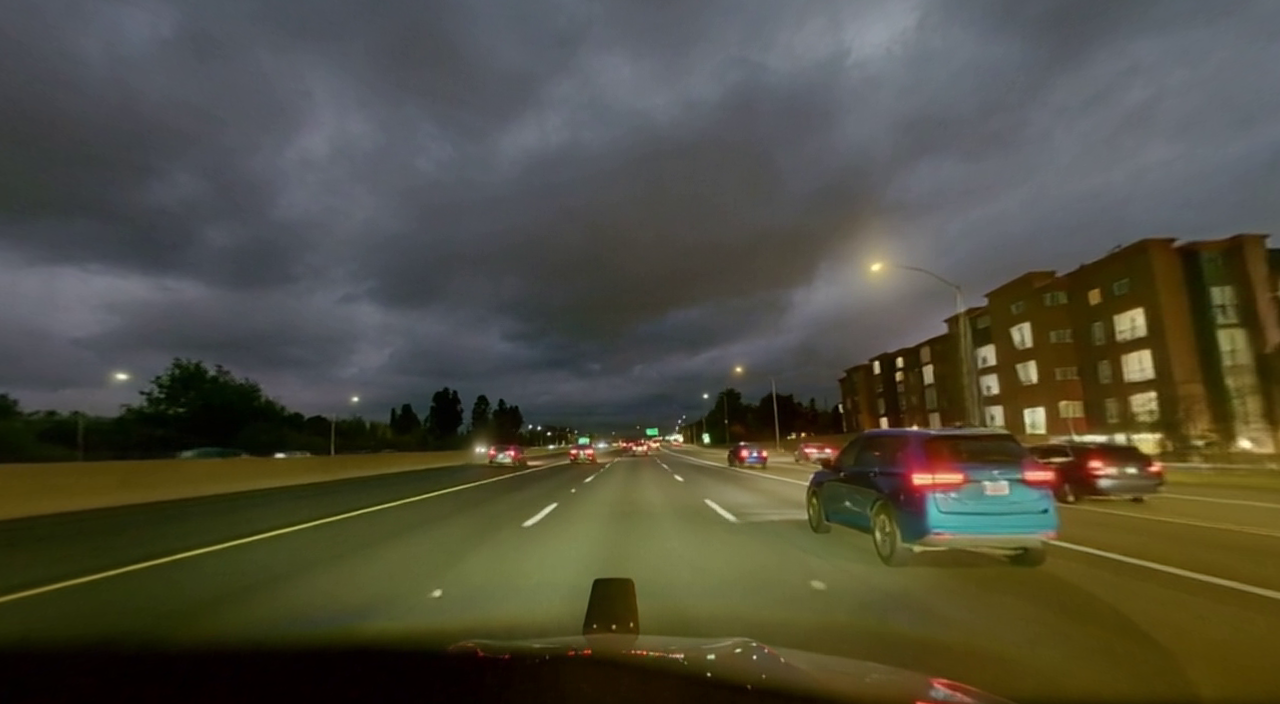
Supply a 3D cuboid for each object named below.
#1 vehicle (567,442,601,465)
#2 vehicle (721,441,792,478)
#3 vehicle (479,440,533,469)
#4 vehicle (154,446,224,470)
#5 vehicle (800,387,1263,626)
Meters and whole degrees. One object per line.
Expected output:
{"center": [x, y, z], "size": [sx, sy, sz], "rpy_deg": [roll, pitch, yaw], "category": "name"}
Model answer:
{"center": [-3.764, 6.897, 43.197], "size": [2.002, 1.466, 4.378], "rpy_deg": [0, -9, 0], "category": "vehicle"}
{"center": [4.883, 4.565, 27.150], "size": [2.061, 1.459, 4.273], "rpy_deg": [1, -9, -3], "category": "vehicle"}
{"center": [-7.551, 5.827, 36.055], "size": [2.021, 1.496, 4.495], "rpy_deg": [0, -9, 1], "category": "vehicle"}
{"center": [-31.131, 7.301, 43.704], "size": [1.806, 1.503, 4.039], "rpy_deg": [0, -9, 0], "category": "vehicle"}
{"center": [3.359, 1.419, 6.731], "size": [2.080, 1.694, 4.286], "rpy_deg": [0, -9, -1], "category": "vehicle"}
